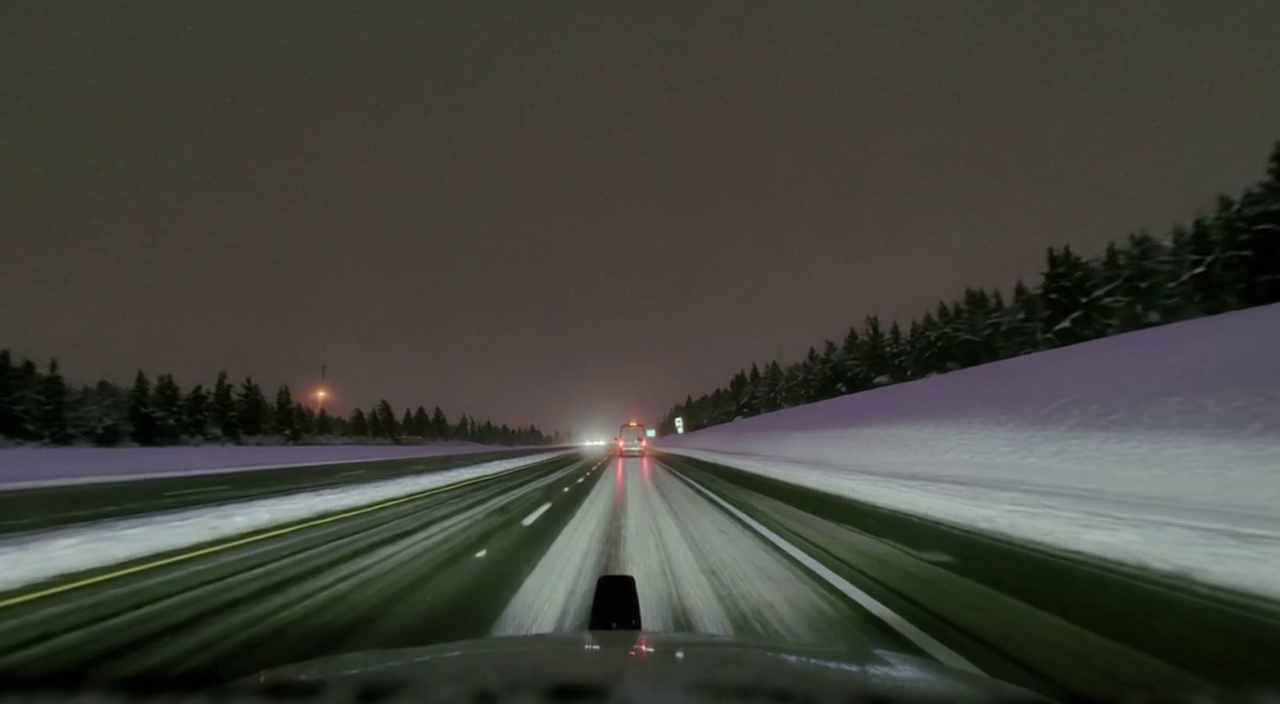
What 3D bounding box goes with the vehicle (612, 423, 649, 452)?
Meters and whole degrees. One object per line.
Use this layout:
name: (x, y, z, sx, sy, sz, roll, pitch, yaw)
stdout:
vehicle: (-0.662, 5.283, 38.832, 2.157, 1.647, 4.524, 0, -8, -3)
